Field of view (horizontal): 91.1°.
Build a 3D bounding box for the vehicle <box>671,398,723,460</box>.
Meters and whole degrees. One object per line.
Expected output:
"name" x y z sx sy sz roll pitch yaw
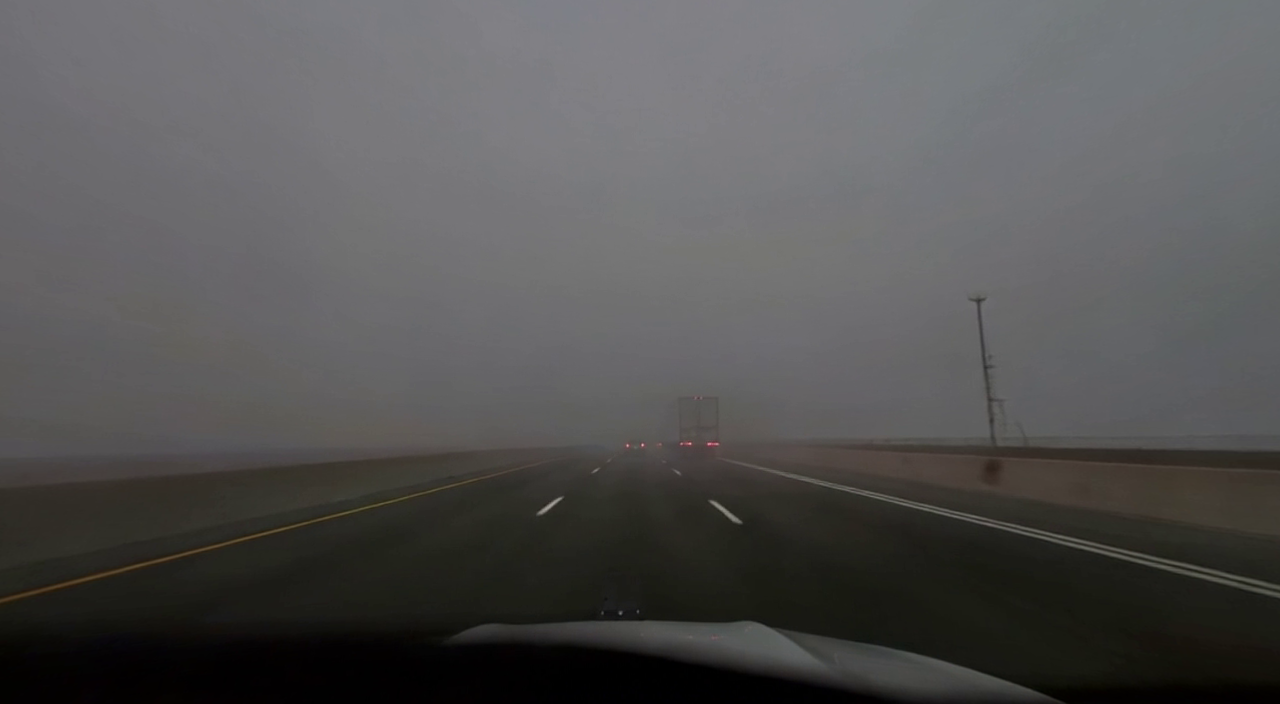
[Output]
"vehicle" 3.894 5.615 44.997 2.840 3.947 8.920 0 -8 0
